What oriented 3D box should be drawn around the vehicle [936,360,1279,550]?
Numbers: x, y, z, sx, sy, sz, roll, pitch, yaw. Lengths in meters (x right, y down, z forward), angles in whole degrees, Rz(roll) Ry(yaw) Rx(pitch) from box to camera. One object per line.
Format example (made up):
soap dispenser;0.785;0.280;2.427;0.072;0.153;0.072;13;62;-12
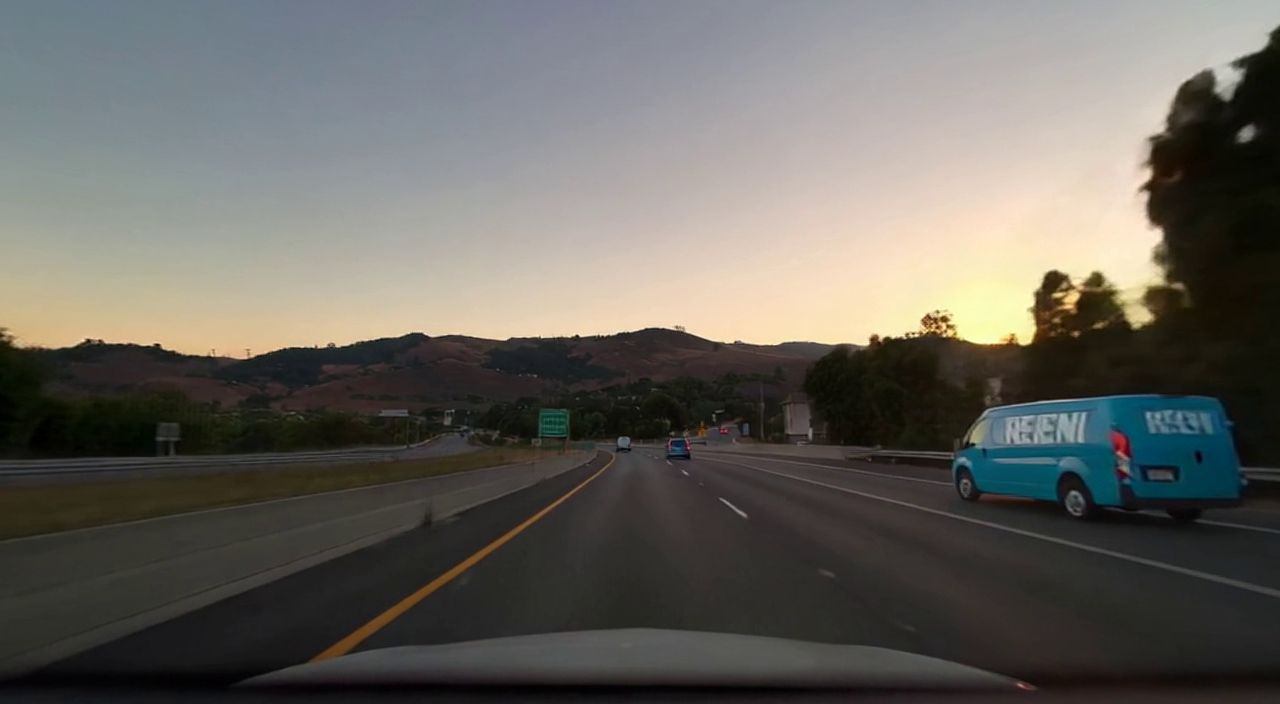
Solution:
vehicle;7.061;1.509;9.679;2.275;2.059;5.543;0;-8;0
